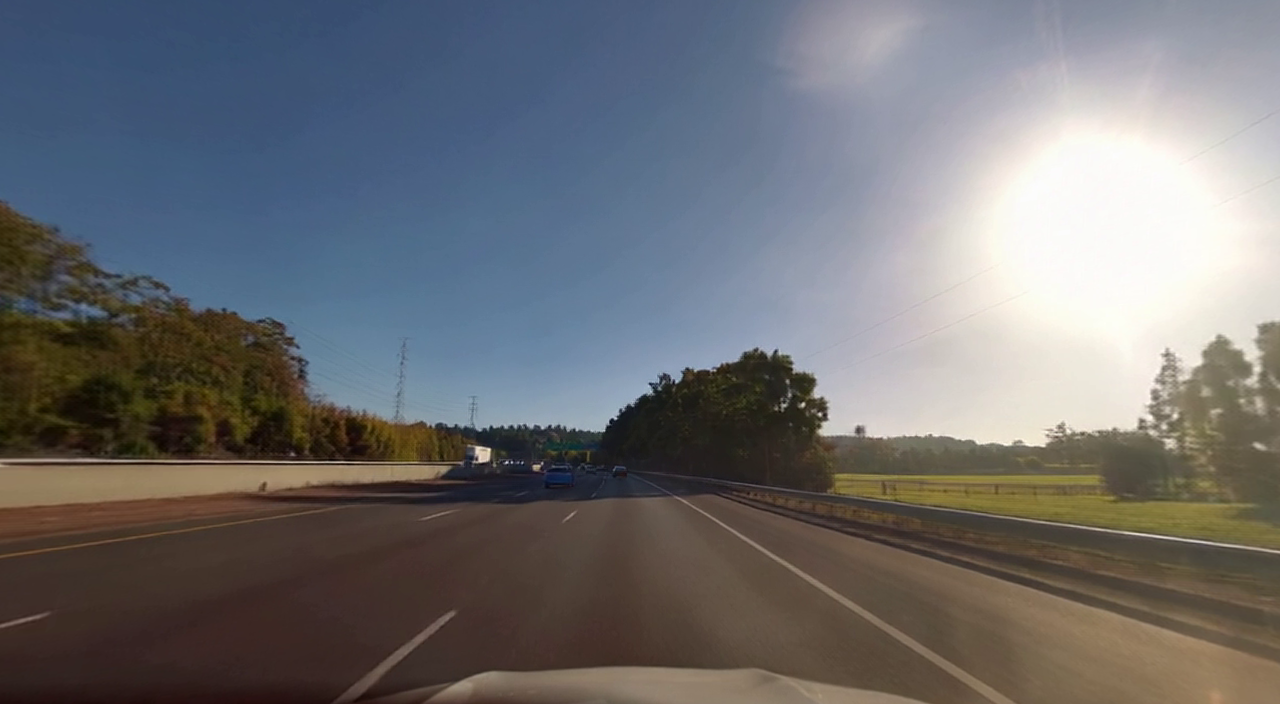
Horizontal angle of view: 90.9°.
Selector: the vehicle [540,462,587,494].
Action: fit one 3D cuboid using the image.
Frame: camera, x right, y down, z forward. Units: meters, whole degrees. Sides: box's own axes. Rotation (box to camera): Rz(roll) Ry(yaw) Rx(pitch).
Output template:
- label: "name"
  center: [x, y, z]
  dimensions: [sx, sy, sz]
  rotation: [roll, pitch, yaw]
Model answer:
- label: "vehicle"
  center: [-4.437, 7.365, 37.072]
  dimensions: [2.194, 1.704, 4.421]
  rotation: [1, -10, 0]
